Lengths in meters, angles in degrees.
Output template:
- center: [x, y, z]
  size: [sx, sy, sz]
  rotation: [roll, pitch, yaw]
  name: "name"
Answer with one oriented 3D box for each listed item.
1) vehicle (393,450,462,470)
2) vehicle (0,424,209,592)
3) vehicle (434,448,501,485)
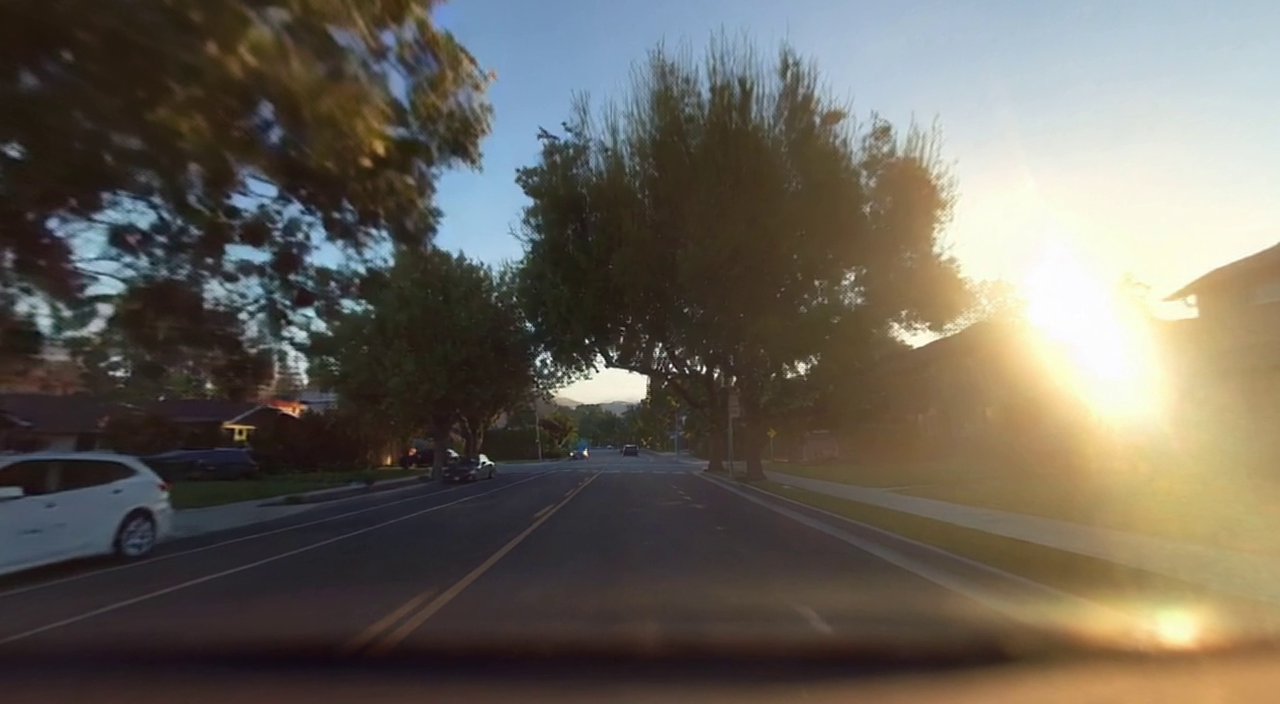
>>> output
- center: [-15.793, 8.046, 47.068]
  size: [4.446, 1.451, 1.828]
  rotation: [-1, -9, 7]
  name: "vehicle"
- center: [-7.762, 1.823, 7.402]
  size: [2.122, 1.739, 4.770]
  rotation: [-4, -8, 0]
  name: "vehicle"
- center: [-7.950, 5.291, 29.539]
  size: [1.880, 1.469, 4.221]
  rotation: [-4, -9, 0]
  name: "vehicle"
